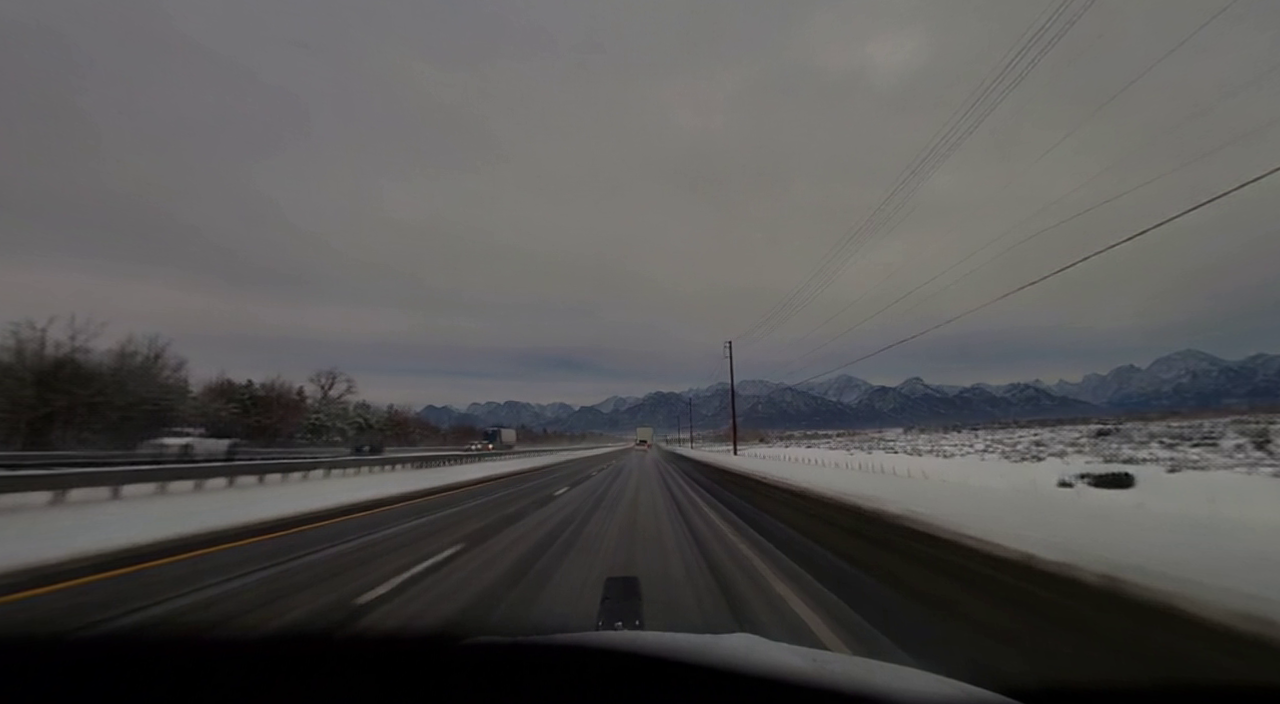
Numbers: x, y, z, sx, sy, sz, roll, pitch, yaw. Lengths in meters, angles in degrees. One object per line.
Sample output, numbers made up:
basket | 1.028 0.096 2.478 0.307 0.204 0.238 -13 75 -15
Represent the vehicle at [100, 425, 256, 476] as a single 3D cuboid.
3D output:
vehicle | -21.079 4.560 29.265 2.456 2.091 6.163 0 -8 1
